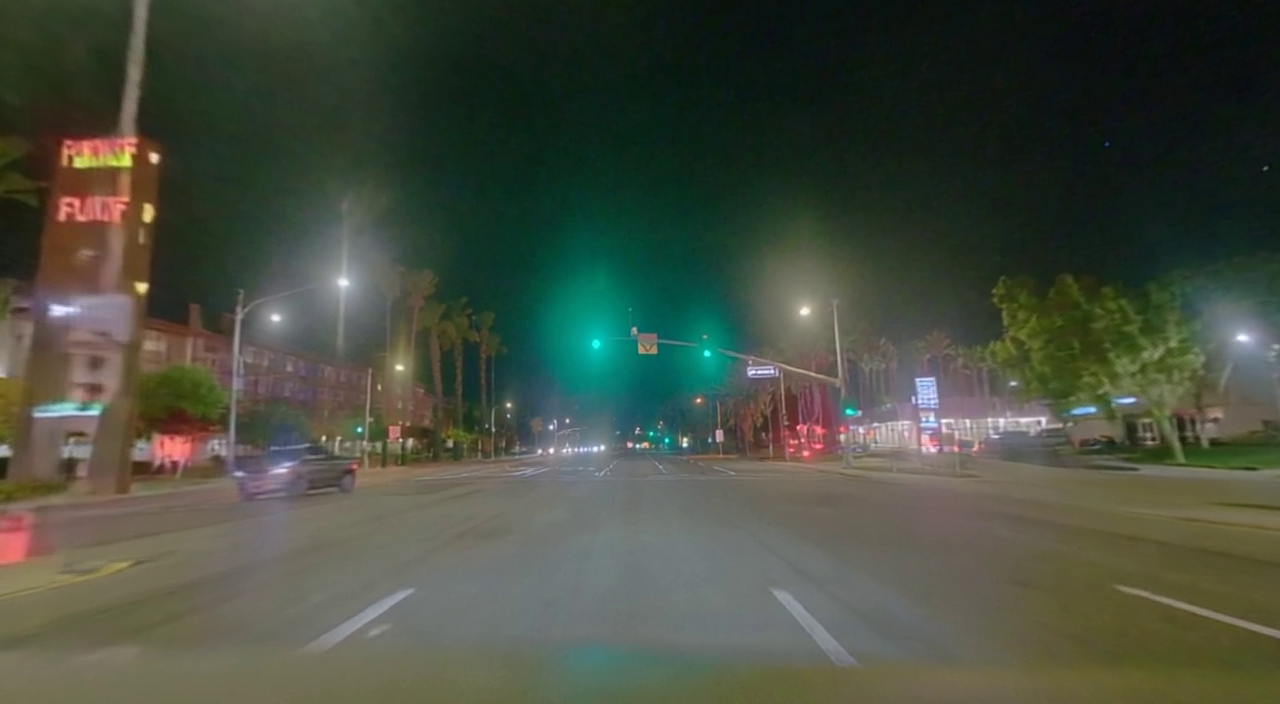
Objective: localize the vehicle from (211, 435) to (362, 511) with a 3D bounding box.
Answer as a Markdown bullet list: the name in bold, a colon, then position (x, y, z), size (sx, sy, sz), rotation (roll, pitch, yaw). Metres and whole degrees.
- **vehicle**: position (-8.936, 2.960, 15.874), size (3.885, 1.639, 1.990), rotation (-7, -11, 40)
